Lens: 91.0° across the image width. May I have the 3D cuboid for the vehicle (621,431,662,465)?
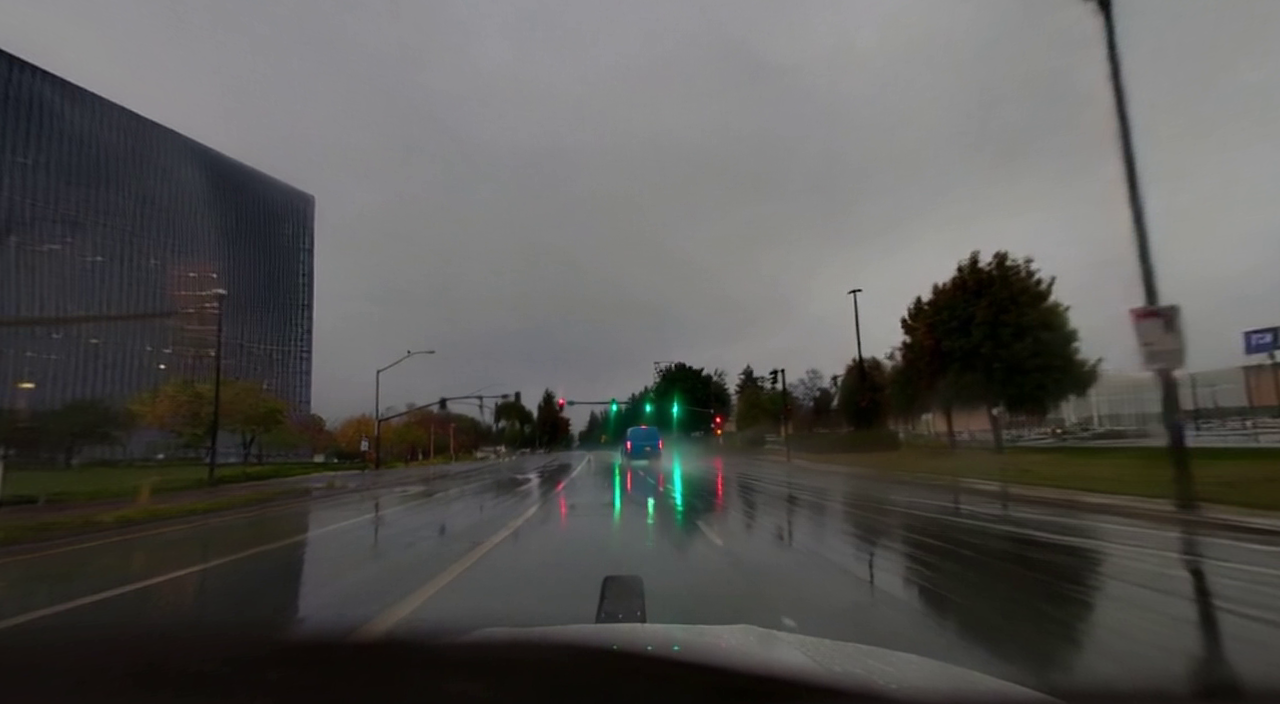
[{"bbox_3d":[0.045,6.798,44.681,2.339,2.244,4.817,1,-8,-7],"label":"vehicle"}]
